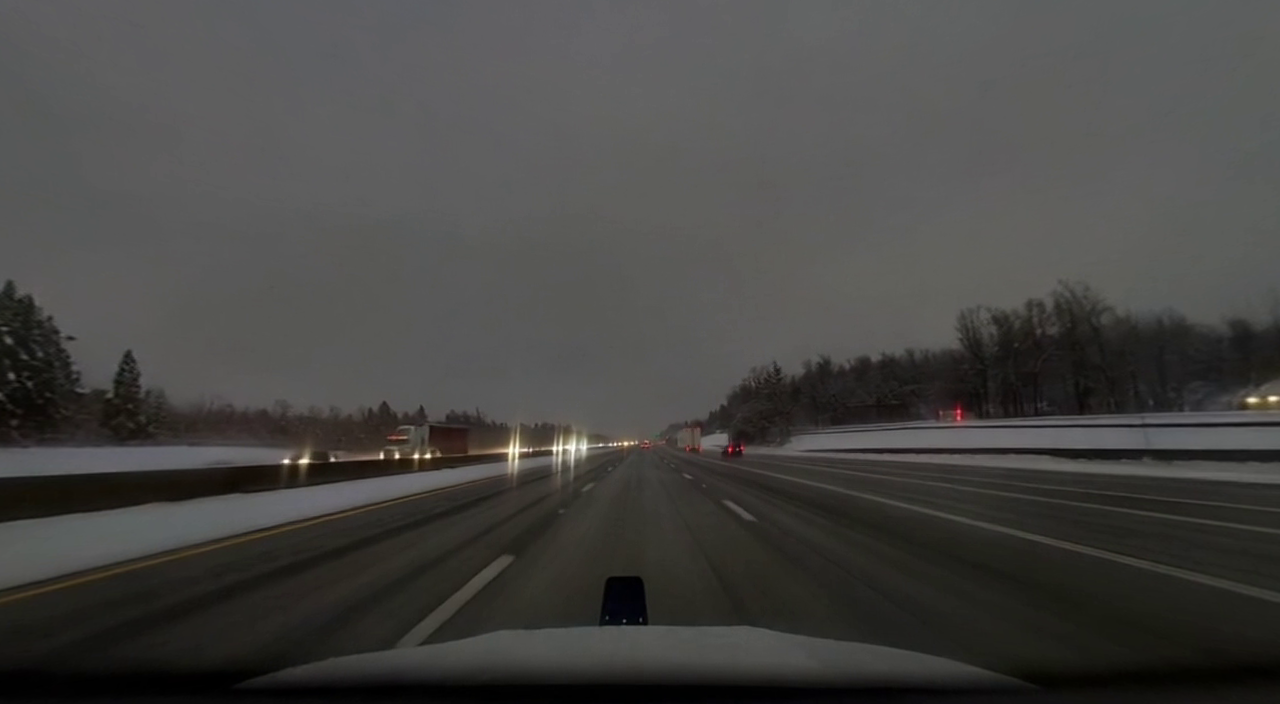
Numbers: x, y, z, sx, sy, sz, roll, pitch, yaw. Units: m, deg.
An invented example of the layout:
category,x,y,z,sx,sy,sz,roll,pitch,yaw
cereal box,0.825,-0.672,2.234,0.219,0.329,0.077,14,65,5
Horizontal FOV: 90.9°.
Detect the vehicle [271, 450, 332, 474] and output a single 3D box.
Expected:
category,x,y,z,sx,sy,sz,roll,pitch,yaw
vehicle,-25.254,8.208,47.290,1.963,1.581,4.646,0,-8,1
